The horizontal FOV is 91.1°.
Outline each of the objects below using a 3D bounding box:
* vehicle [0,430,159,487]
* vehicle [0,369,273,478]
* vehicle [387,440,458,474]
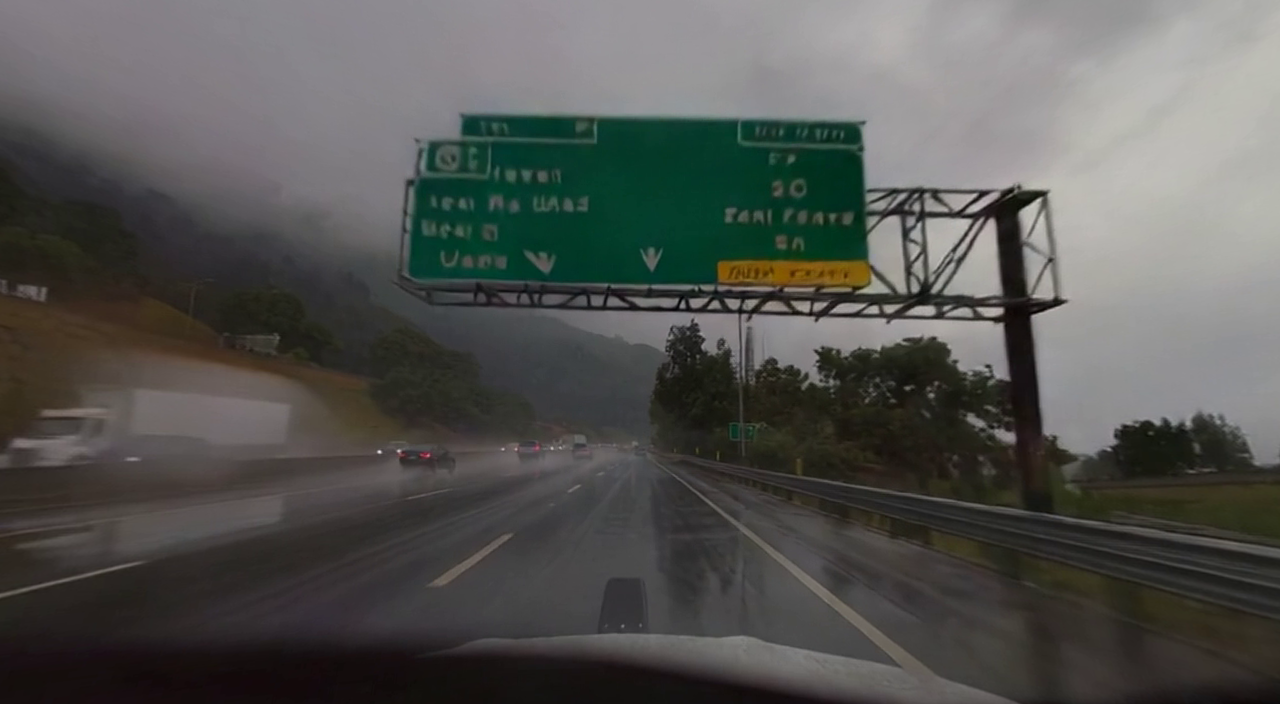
[{"bbox_3d":[-17.570,3.225,19.391,1.940,1.542,4.410,0,-8,0],"label":"vehicle"},{"bbox_3d":[-21.944,3.417,28.398,2.931,3.787,12.999,0,-8,0],"label":"vehicle"},{"bbox_3d":[-11.058,5.346,32.317,2.001,1.625,4.528,0,-8,0],"label":"vehicle"}]
